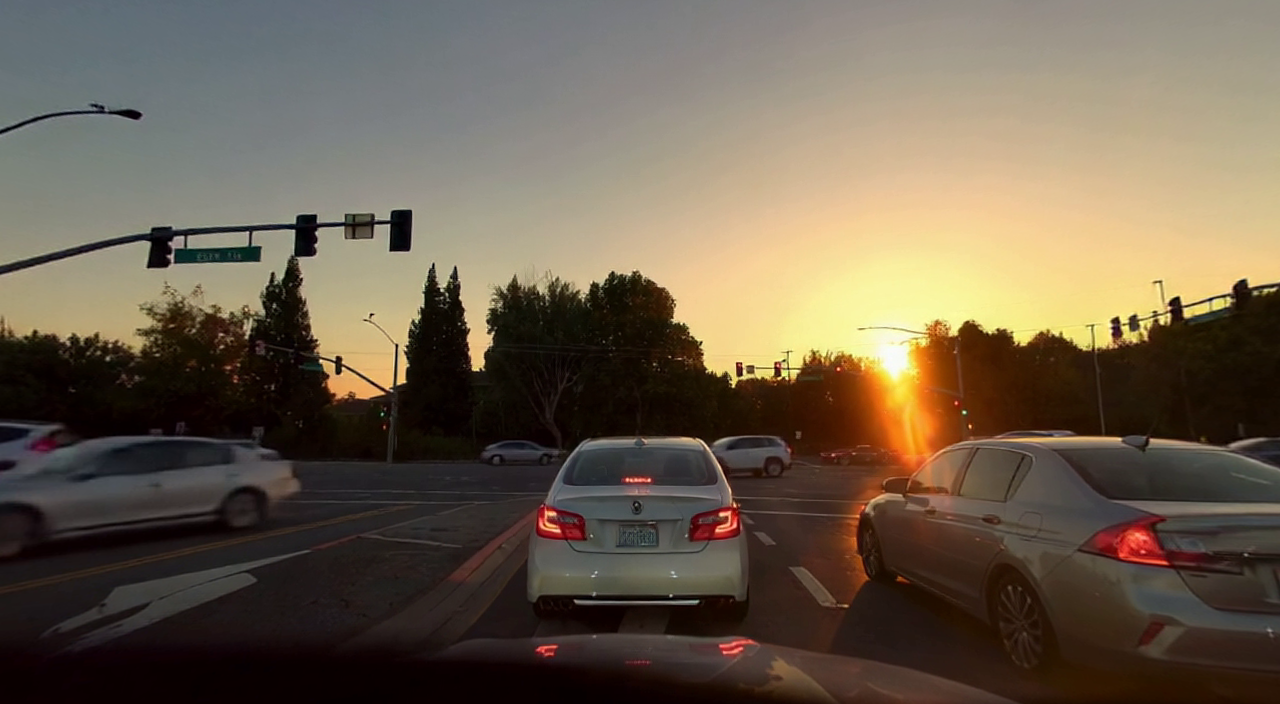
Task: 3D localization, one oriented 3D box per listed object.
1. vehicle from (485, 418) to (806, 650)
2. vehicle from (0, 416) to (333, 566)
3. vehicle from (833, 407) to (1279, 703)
[{"bbox_3d":[0.030,1.467,6.150,2.026,1.458,4.175,0,-9,0],"label":"vehicle"},{"bbox_3d":[-6.726,1.670,8.213,2.047,1.473,4.673,-3,-9,22],"label":"vehicle"},{"bbox_3d":[3.098,1.300,4.859,1.861,1.479,4.371,0,-9,0],"label":"vehicle"}]
